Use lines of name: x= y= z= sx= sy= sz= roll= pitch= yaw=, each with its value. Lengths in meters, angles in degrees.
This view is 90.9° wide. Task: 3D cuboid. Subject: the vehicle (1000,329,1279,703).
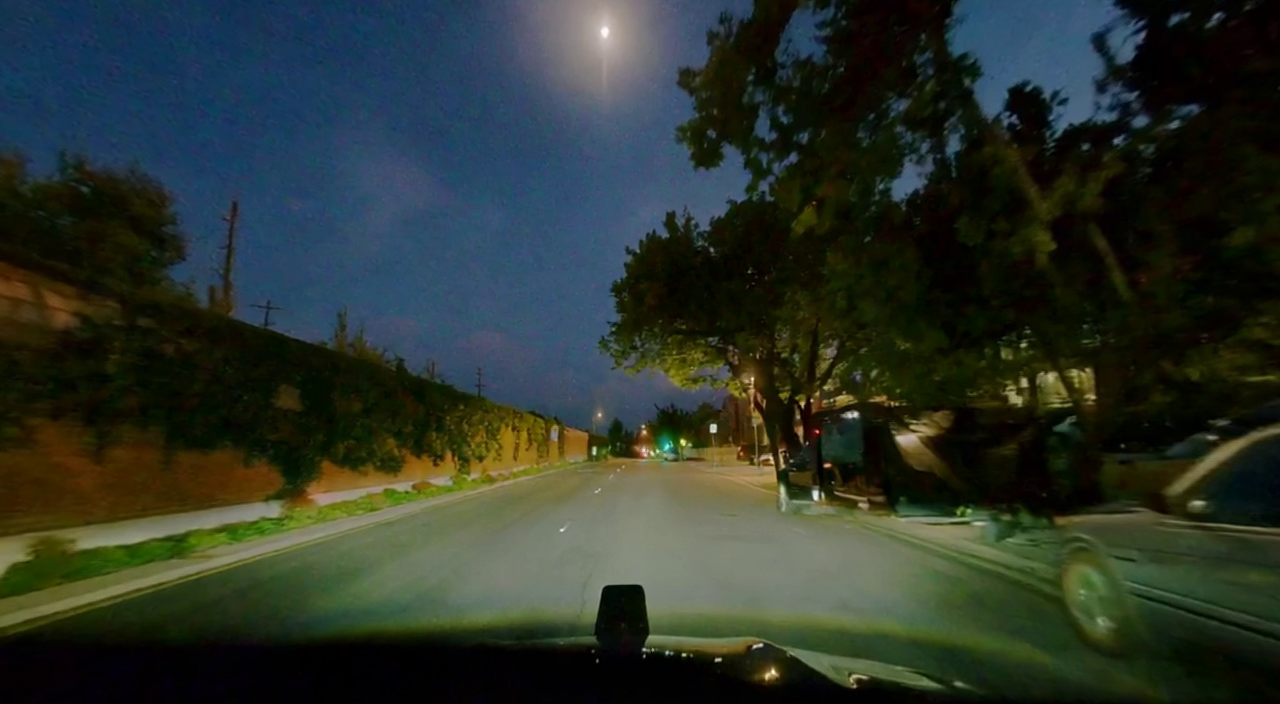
vehicle: x=3.546 y=0.616 z=1.205 sx=2.147 sy=1.780 sz=6.071 roll=0 pitch=-9 yaw=0

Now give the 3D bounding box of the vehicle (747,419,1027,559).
vehicle: x=3.497 y=2.129 z=10.880 sx=2.161 sy=1.622 sz=6.732 roll=1 pitch=-9 yaw=0
